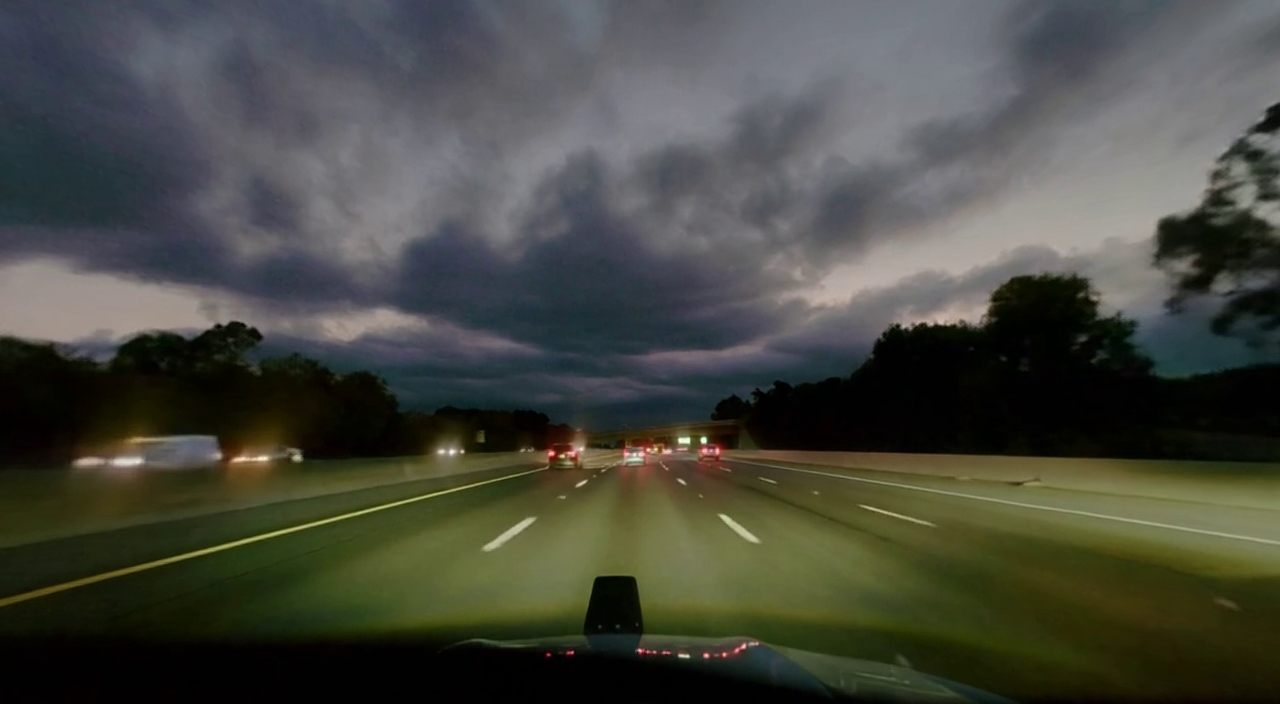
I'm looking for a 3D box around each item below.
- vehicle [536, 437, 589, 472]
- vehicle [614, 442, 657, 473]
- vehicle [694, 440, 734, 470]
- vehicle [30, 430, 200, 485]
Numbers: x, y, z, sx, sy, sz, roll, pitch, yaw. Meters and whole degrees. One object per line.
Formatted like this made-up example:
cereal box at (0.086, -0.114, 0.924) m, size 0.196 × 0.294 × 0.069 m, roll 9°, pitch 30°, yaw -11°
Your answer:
vehicle at (-4.071, 5.475, 33.927) m, size 2.113 × 1.756 × 4.471 m, roll 0°, pitch -9°, yaw 2°
vehicle at (-0.195, 5.369, 32.388) m, size 2.075 × 1.486 × 4.007 m, roll 0°, pitch -8°, yaw 0°
vehicle at (4.259, 6.009, 36.925) m, size 1.936 × 1.625 × 3.991 m, roll 0°, pitch -8°, yaw 1°
vehicle at (-20.484, 4.138, 25.059) m, size 2.230 × 1.931 × 5.157 m, roll 0°, pitch -9°, yaw 1°
